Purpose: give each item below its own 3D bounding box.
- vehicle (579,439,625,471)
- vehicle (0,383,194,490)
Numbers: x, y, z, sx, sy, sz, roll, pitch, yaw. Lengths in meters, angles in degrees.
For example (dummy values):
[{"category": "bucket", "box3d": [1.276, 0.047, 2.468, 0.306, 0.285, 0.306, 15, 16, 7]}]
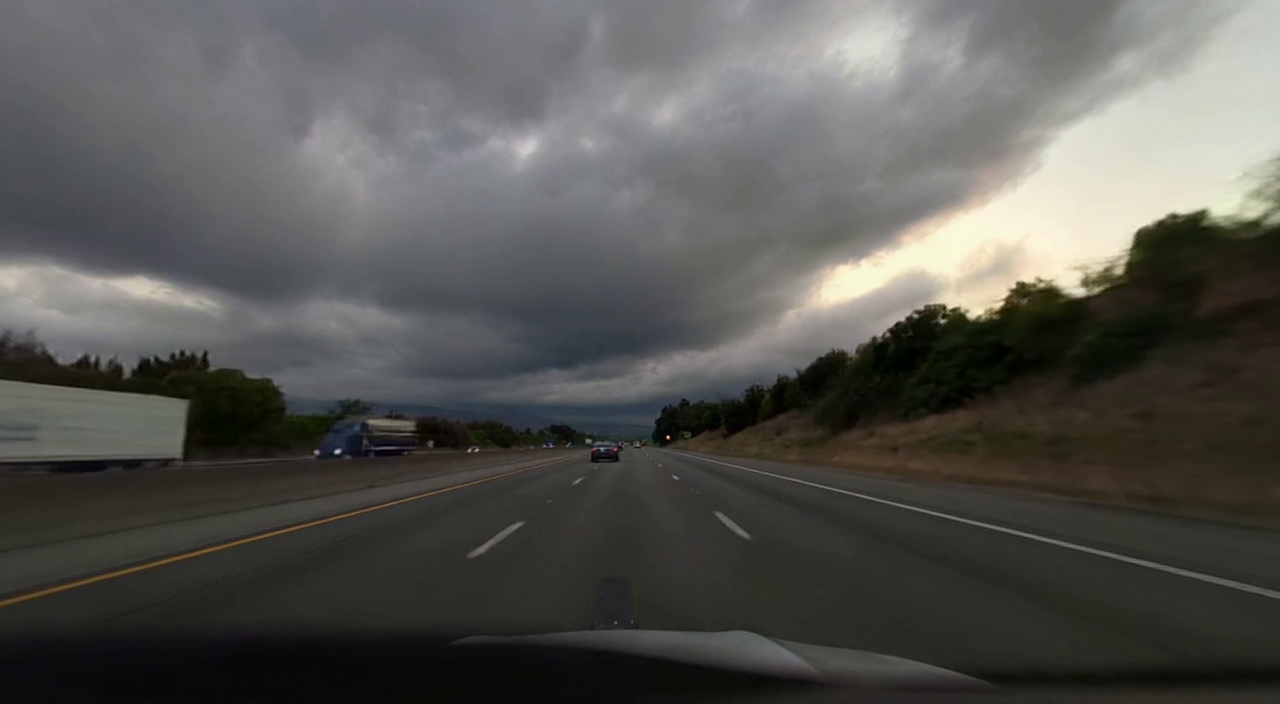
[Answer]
[{"category": "vehicle", "box3d": [-1.977, 5.447, 33.613, 2.158, 1.562, 4.373, -1, -8, 0]}, {"category": "vehicle", "box3d": [-24.543, 3.827, 28.296, 2.864, 4.070, 8.268, 0, -8, -1]}]
